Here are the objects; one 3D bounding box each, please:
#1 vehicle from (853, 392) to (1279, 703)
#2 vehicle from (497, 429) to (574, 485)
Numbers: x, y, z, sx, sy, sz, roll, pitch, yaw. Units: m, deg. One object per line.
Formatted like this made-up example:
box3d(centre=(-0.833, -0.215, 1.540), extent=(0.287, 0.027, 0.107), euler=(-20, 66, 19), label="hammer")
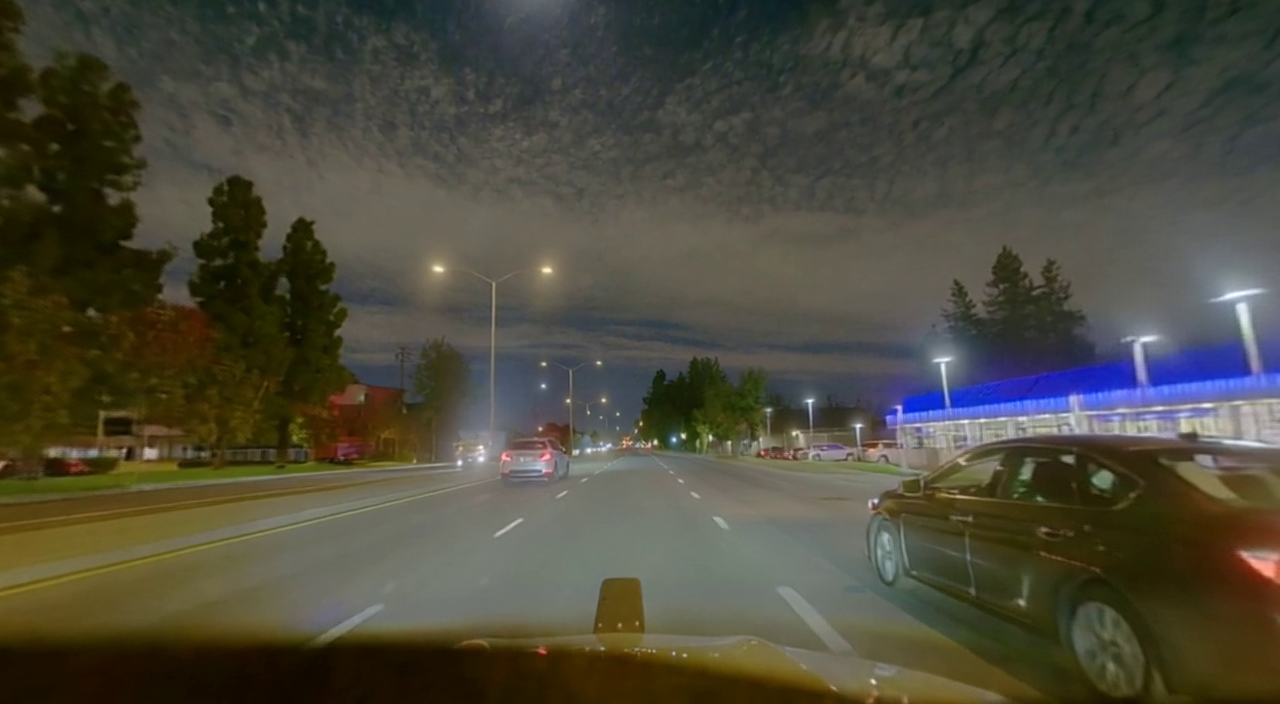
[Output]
box3d(centre=(3.261, 1.188, 4.201), extent=(1.975, 1.502, 4.787), euler=(0, -8, -1), label="vehicle")
box3d(centre=(-3.659, 3.786, 22.995), extent=(1.997, 1.806, 4.500), euler=(0, -8, 1), label="vehicle")
